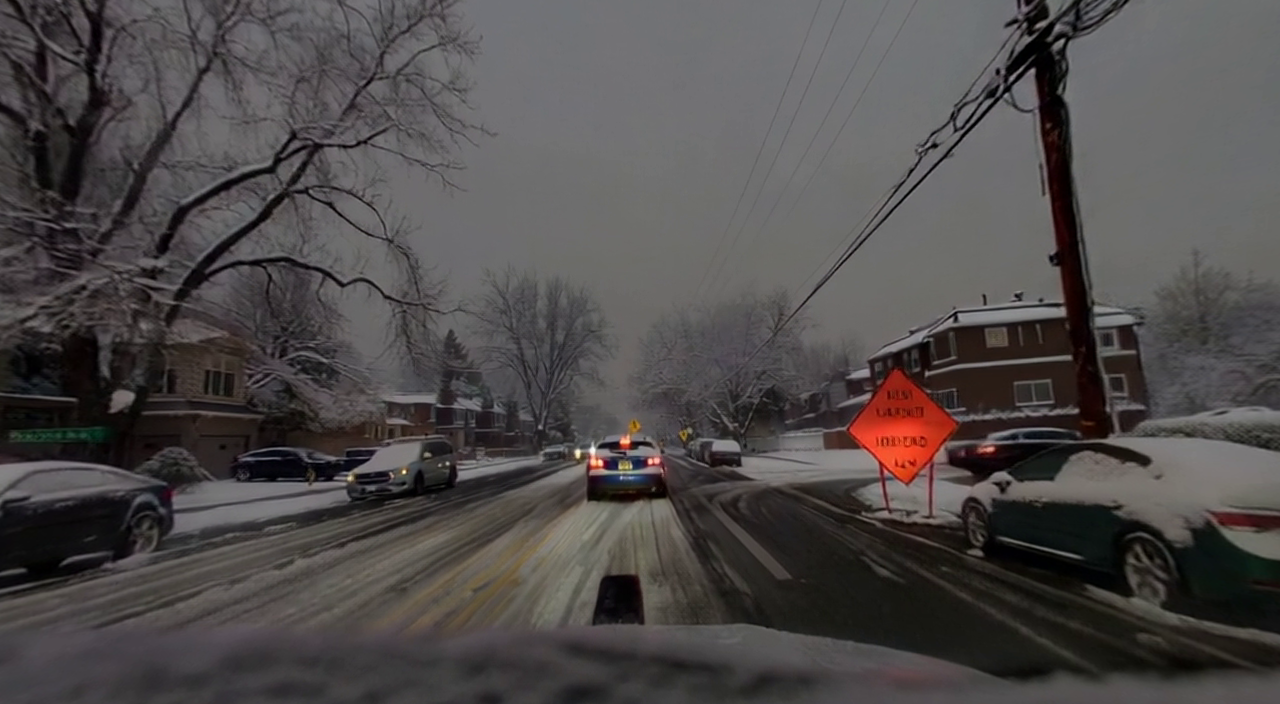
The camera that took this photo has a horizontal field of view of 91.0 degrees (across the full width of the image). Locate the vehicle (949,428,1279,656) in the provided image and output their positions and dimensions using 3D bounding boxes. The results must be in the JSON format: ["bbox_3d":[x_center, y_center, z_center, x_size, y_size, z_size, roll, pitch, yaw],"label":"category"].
[{"bbox_3d":[5.107,1.534,6.073,1.864,1.480,4.587,0,-8,-1],"label":"vehicle"}]

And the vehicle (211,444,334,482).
[{"bbox_3d":[-16.646,5.032,28.664,4.468,1.517,1.796,-1,-9,-2],"label":"vehicle"}]

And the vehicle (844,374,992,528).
[{"bbox_3d":[5.263,1.887,12.288,1.409,2.648,2.645,0,-8,-4],"label":"vehicle"}]

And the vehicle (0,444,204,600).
[{"bbox_3d":[-7.981,1.983,7.772,2.036,1.676,4.440,0,-8,-1],"label":"vehicle"}]

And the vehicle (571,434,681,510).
[{"bbox_3d":[-0.248,2.667,14.499,2.151,1.481,4.084,0,-8,1],"label":"vehicle"}]

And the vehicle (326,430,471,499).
[{"bbox_3d":[-8.149,3.868,22.170,2.659,2.047,6.014,0,-8,1],"label":"vehicle"}]

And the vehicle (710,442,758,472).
[{"bbox_3d":[4.928,5.527,33.429,1.985,1.481,4.116,0,-8,1],"label":"vehicle"}]
